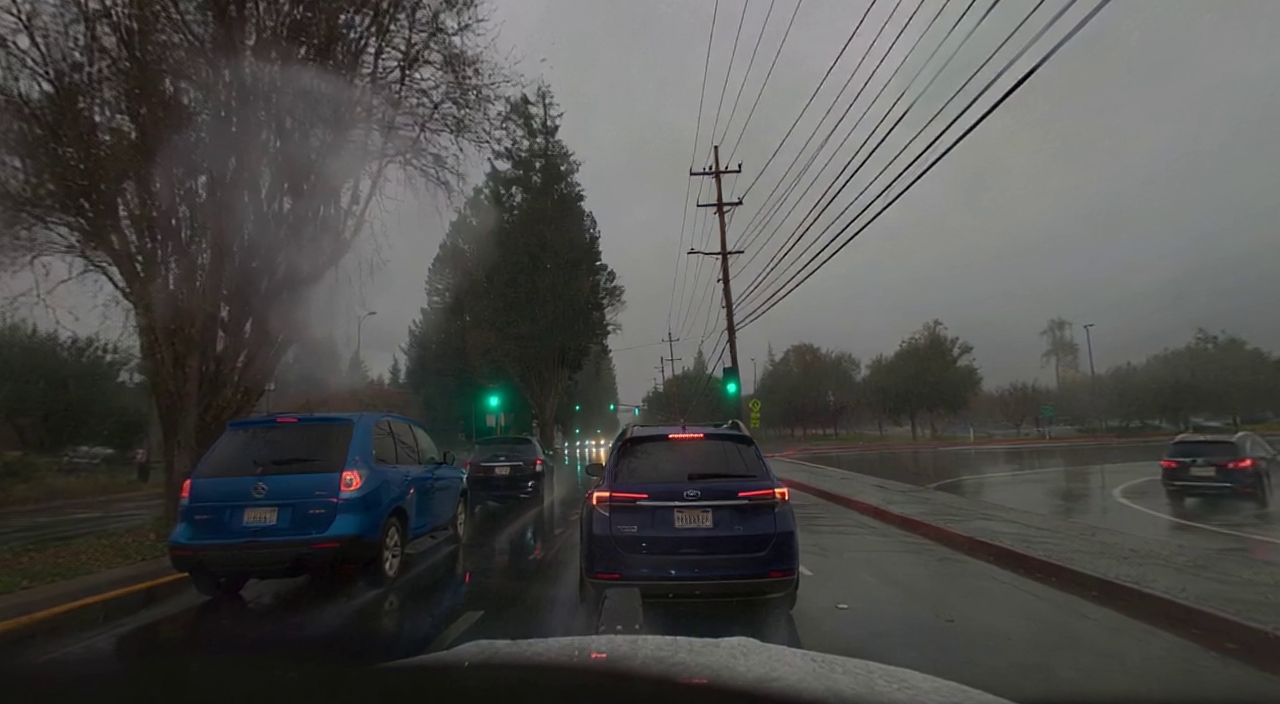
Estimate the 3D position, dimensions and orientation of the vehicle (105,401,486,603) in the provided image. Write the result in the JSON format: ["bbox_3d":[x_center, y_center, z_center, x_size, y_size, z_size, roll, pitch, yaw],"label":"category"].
[{"bbox_3d":[-3.481,1.606,7.633,2.105,1.706,4.337,0,-9,0],"label":"vehicle"}]

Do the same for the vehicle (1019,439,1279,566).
[{"bbox_3d":[8.385,2.153,9.921,1.993,1.508,4.521,0,-9,-1],"label":"vehicle"}]

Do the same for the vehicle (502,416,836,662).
[{"bbox_3d":[0.110,1.446,5.962,2.056,1.487,4.003,0,-9,-2],"label":"vehicle"}]
